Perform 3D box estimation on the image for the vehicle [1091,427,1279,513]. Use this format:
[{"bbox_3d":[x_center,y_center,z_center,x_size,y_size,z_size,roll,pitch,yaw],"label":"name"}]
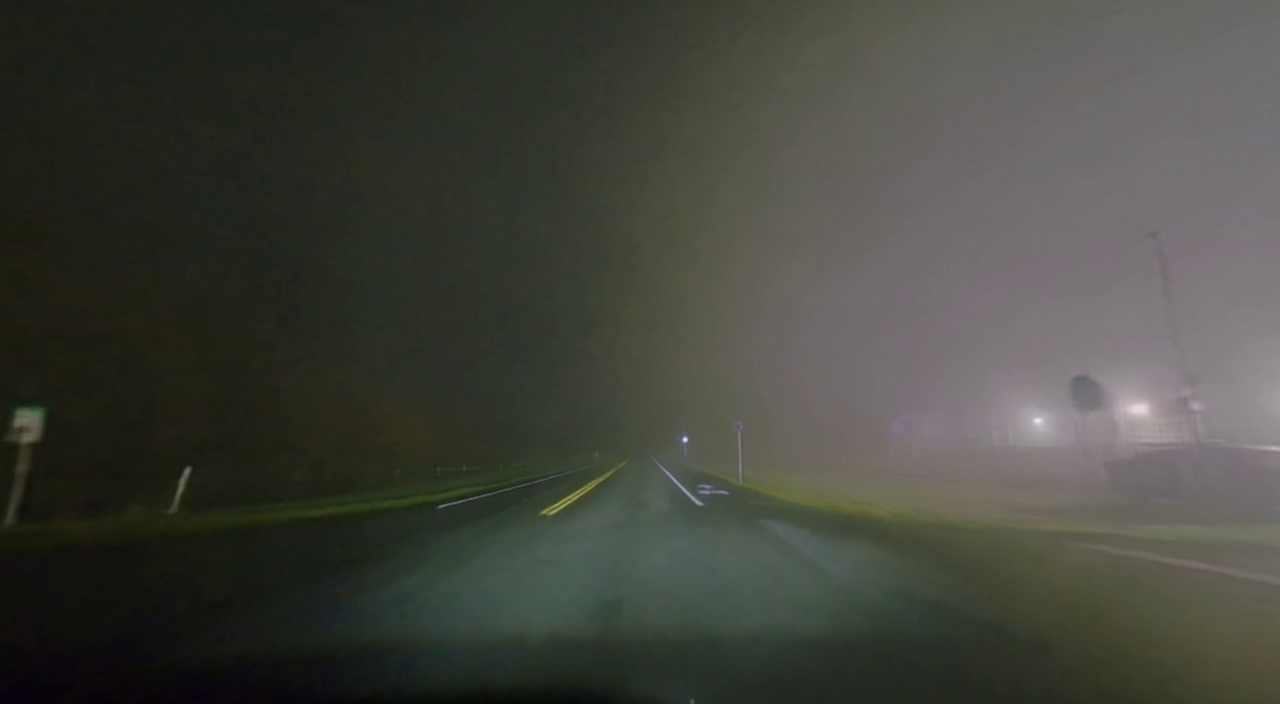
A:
[{"bbox_3d":[14.237,2.799,15.271,2.037,1.829,4.919,4,-9,-21],"label":"vehicle"}]
